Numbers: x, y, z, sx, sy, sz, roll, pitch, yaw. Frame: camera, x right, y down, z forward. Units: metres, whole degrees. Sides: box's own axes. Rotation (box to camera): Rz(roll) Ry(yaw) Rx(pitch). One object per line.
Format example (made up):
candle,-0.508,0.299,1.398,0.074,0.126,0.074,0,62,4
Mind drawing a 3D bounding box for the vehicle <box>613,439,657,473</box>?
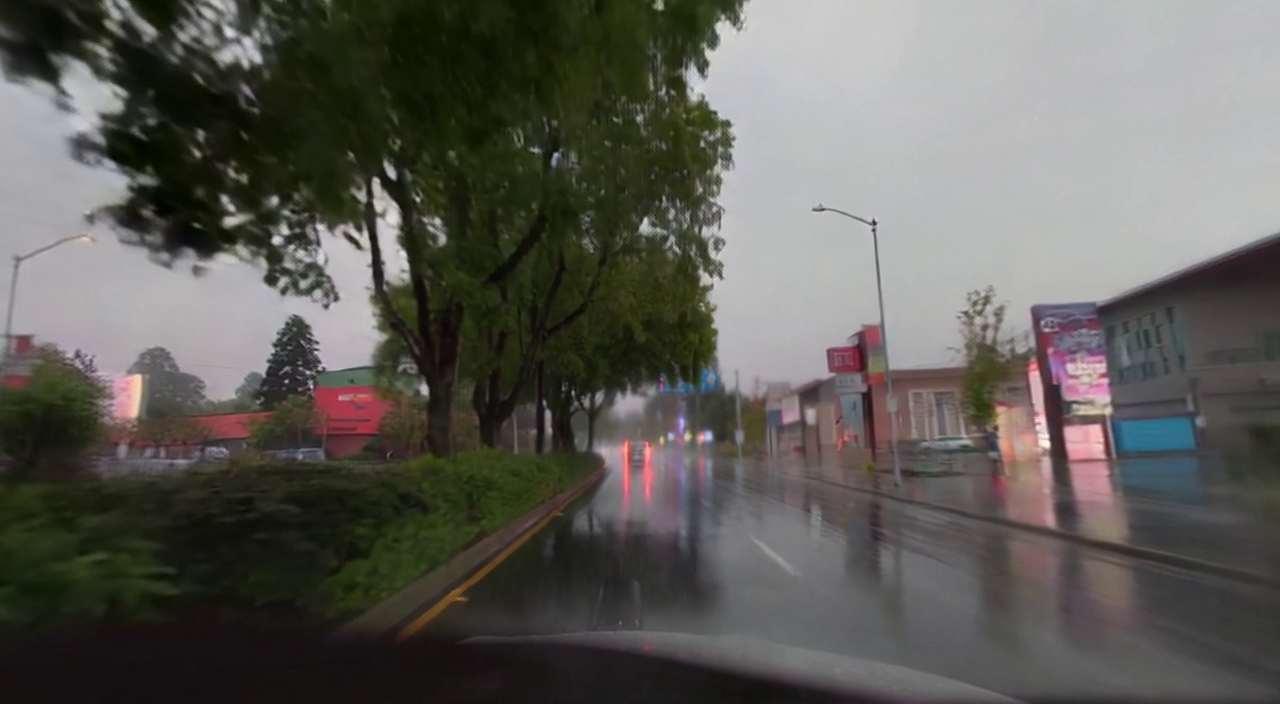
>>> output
vehicle,-0.222,5.764,35.087,2.235,1.719,4.292,2,-9,1
